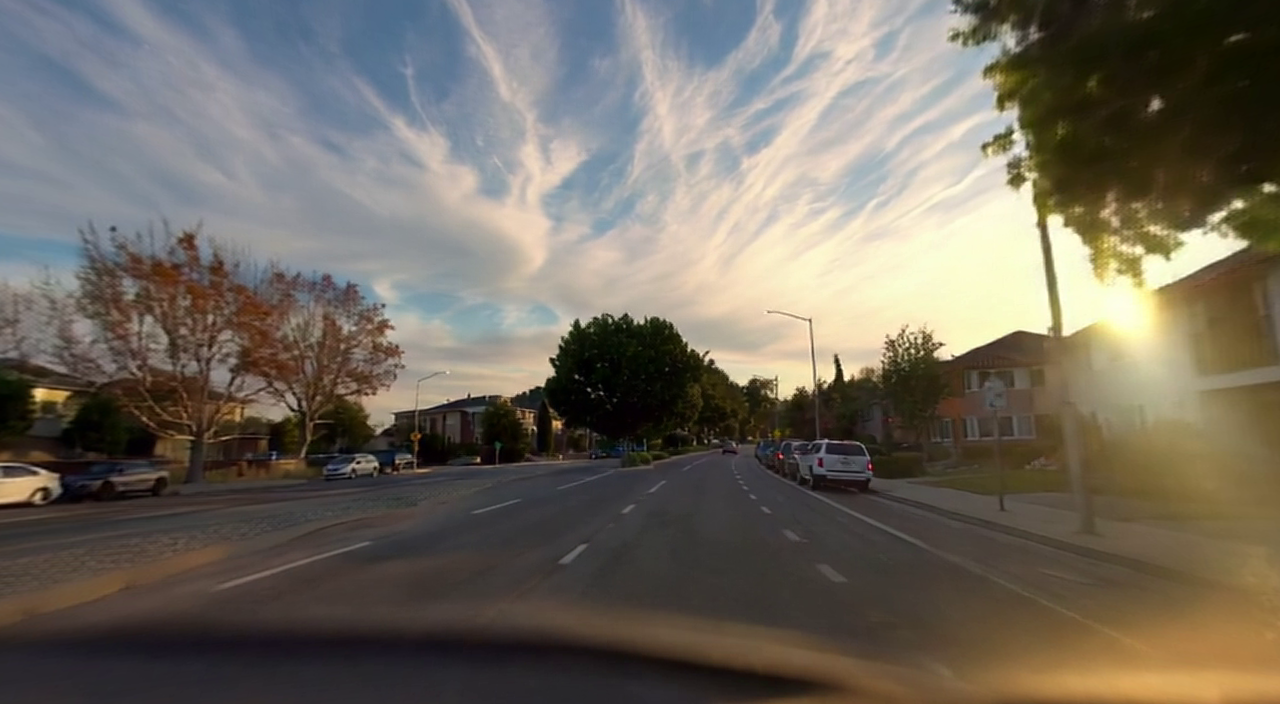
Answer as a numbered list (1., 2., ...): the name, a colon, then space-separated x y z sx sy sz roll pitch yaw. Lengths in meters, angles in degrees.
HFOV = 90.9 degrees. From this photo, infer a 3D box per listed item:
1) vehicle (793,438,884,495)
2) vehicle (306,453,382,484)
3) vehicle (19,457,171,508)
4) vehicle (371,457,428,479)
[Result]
1. vehicle: 6.317 3.667 20.535 2.011 1.649 4.001 -1 -9 6
2. vehicle: -19.338 7.615 41.469 2.060 1.814 5.097 -1 -9 7
3. vehicle: -21.477 5.107 25.117 1.886 1.777 4.273 -1 -9 7
4. vehicle: -18.125 8.752 47.757 1.909 1.451 4.757 -2 -9 9
